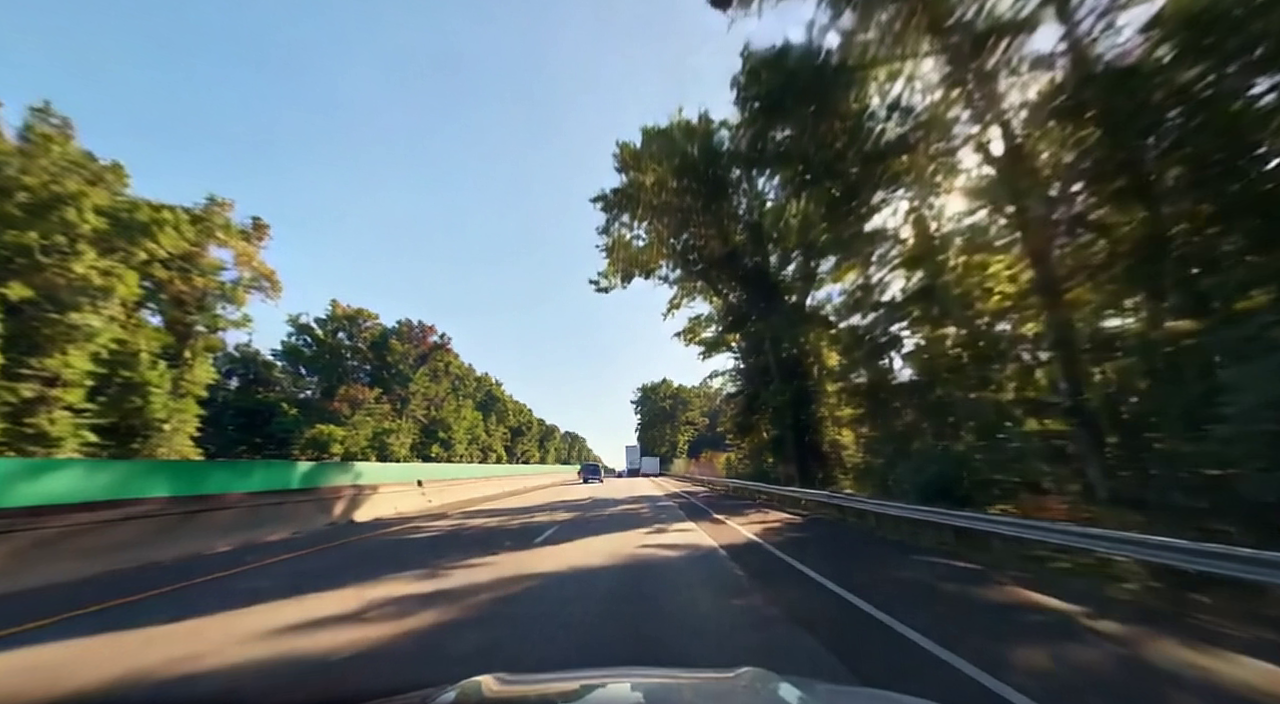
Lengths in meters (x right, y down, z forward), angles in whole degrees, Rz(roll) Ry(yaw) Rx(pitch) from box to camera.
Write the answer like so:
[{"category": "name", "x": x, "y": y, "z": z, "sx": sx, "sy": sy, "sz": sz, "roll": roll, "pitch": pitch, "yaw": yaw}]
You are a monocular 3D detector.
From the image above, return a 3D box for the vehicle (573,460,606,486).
[{"category": "vehicle", "x": -3.747, "y": 9.124, "z": 47.614, "sx": 2.132, "sy": 1.805, "sz": 4.257, "roll": 1, "pitch": -11, "yaw": 0}]
